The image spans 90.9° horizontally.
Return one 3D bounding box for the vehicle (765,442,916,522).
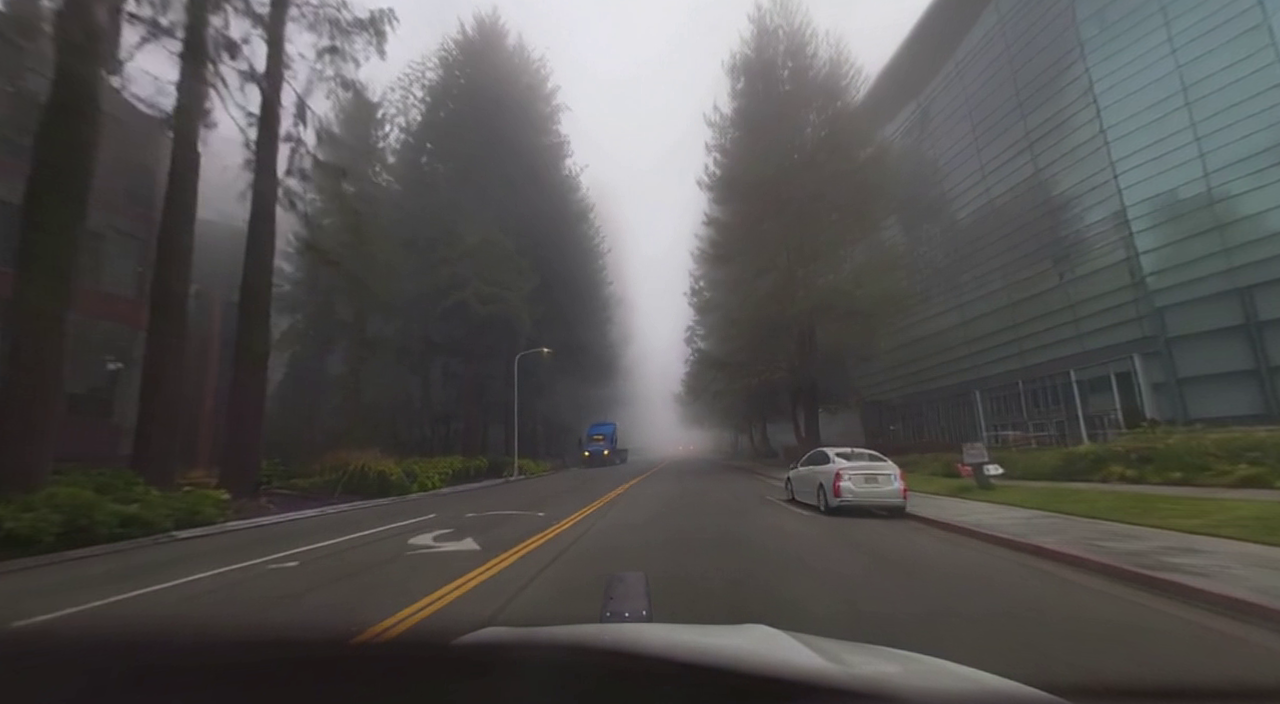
[{"bbox_3d":[4.266,2.827,14.283,2.098,1.509,4.389,0,-9,2],"label":"vehicle"}]
